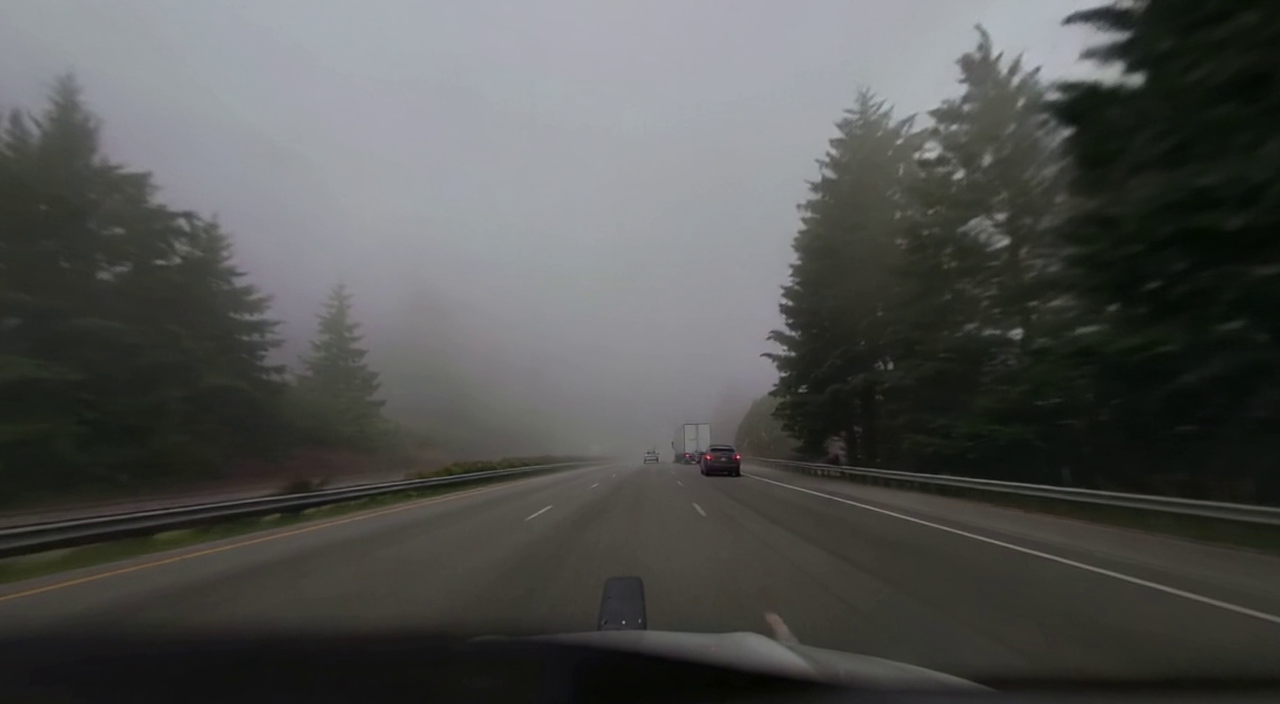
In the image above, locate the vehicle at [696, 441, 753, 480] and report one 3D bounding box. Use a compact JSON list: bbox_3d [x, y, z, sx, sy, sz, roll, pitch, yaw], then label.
[{"bbox_3d":[3.814,5.021,29.301,2.096,1.653,4.185,0,-9,0],"label":"vehicle"}]
